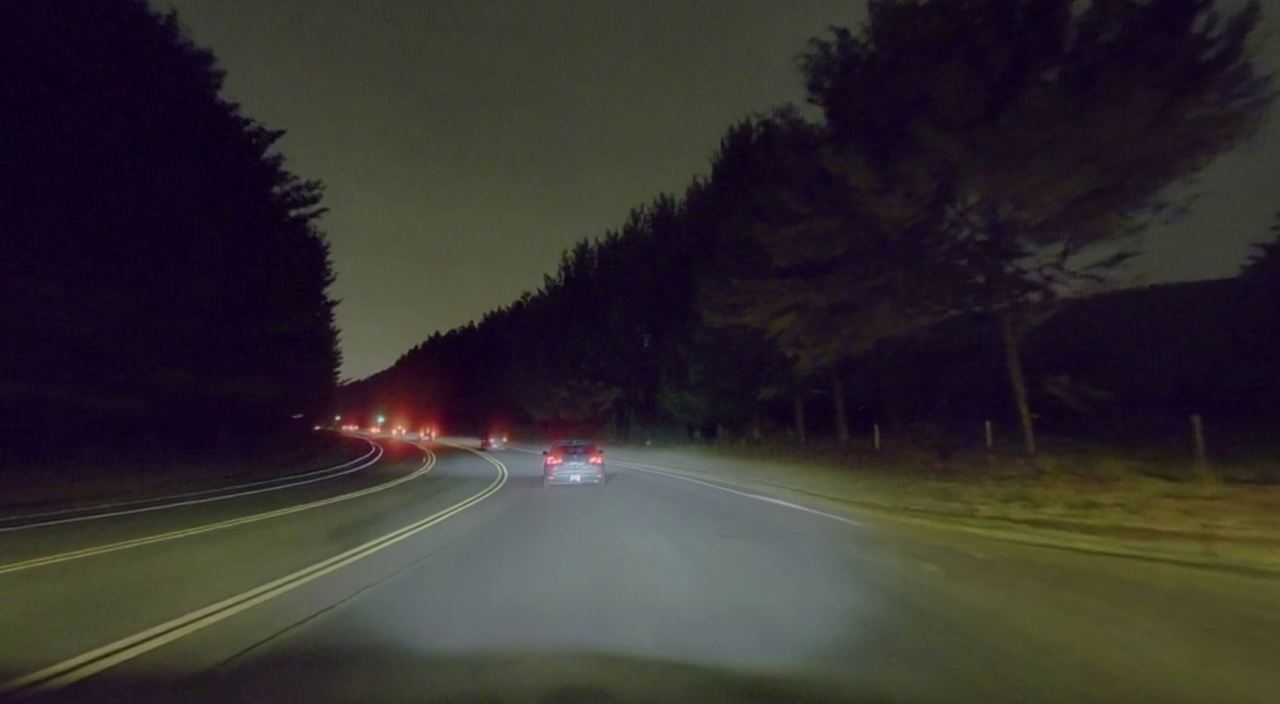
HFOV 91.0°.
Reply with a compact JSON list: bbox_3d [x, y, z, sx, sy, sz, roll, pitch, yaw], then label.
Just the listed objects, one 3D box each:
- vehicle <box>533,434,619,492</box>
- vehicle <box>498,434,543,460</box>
[{"bbox_3d":[-2.026,3.282,19.009,2.296,1.510,4.068,1,-8,-9],"label":"vehicle"},{"bbox_3d":[-7.388,5.825,38.684,2.080,1.530,3.719,3,-9,-20],"label":"vehicle"}]
